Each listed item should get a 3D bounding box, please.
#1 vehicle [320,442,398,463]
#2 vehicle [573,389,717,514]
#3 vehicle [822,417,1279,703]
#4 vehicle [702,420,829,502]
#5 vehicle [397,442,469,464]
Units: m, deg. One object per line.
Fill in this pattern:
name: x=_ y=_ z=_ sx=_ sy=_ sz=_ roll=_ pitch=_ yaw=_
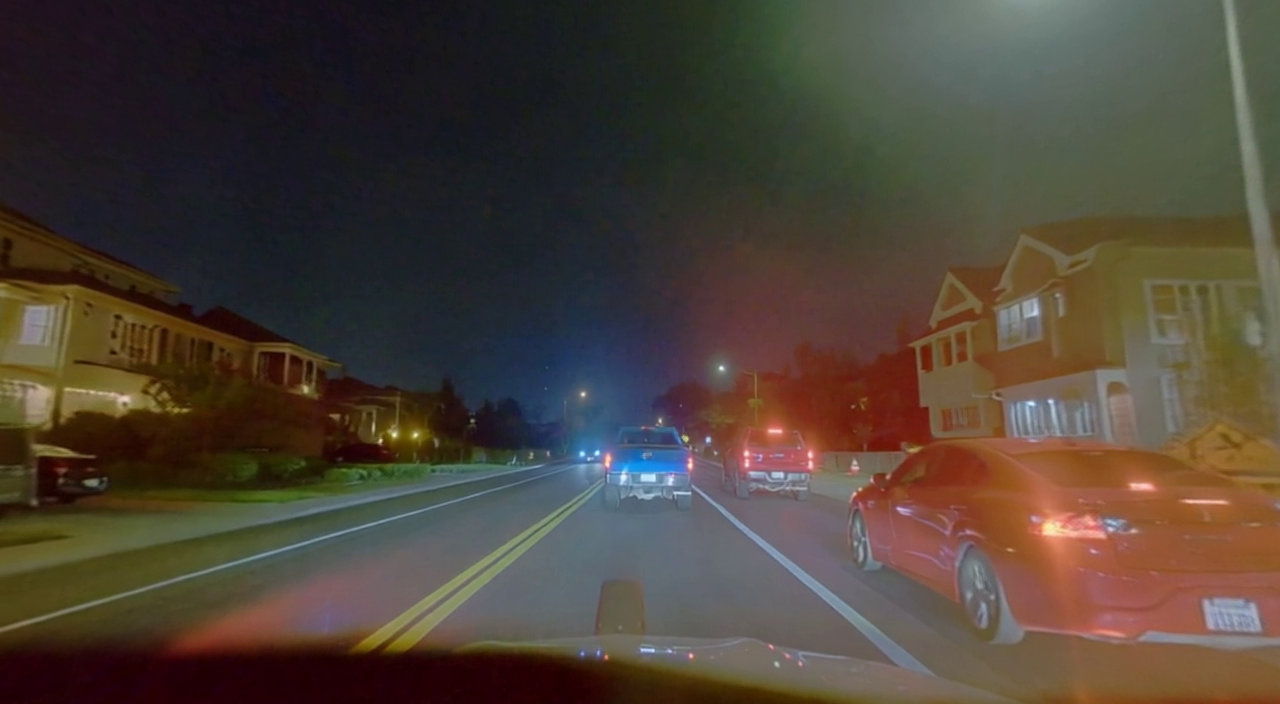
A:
vehicle: x=-20.134 y=7.232 z=45.060 sx=4.706 sy=1.468 sz=1.817 roll=-1 pitch=-9 yaw=3
vehicle: x=0.172 y=2.388 z=15.298 sx=2.751 sy=2.361 sz=6.347 roll=0 pitch=-9 yaw=1
vehicle: x=3.199 y=1.405 z=5.310 sx=2.010 sy=1.499 sz=4.481 roll=0 pitch=-8 yaw=0
vehicle: x=3.366 y=3.098 z=18.303 sx=2.486 sy=1.993 sz=5.667 roll=0 pitch=-8 yaw=0
vehicle: x=-14.911 y=7.280 z=45.356 sx=4.490 sy=1.500 sz=1.875 roll=0 pitch=-9 yaw=-1
